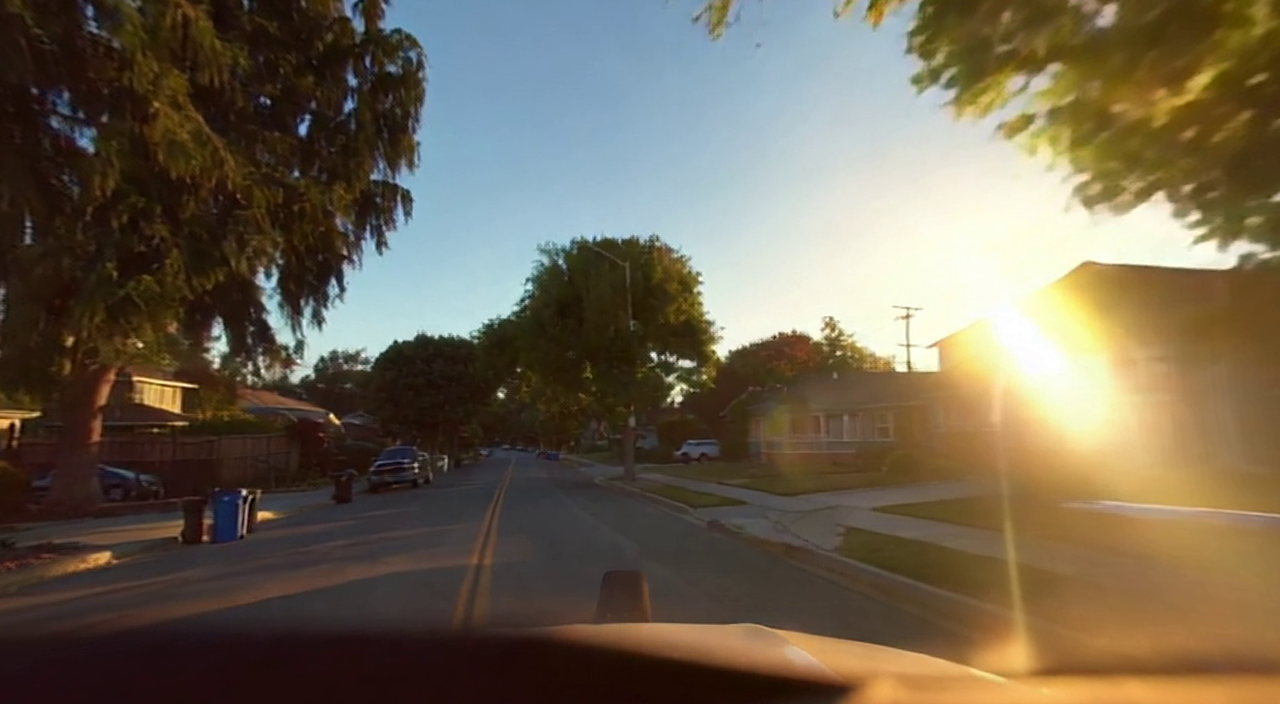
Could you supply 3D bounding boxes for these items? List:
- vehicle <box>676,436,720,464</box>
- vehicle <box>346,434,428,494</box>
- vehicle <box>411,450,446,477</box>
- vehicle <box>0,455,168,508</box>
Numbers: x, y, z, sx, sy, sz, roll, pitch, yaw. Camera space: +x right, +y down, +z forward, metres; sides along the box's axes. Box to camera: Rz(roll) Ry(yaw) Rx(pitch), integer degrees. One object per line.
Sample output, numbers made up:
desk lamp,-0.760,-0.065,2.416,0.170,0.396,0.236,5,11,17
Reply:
vehicle,4.177,7.151,46.341,1.936,1.687,4.714,-3,-6,-11
vehicle,-11.662,5.130,29.551,2.223,2.115,5.707,7,-6,-10
vehicle,-15.551,8.198,46.482,1.945,1.530,4.430,-3,-6,-13
vehicle,-19.008,4.323,21.104,4.617,1.491,1.953,-1,-10,-10
